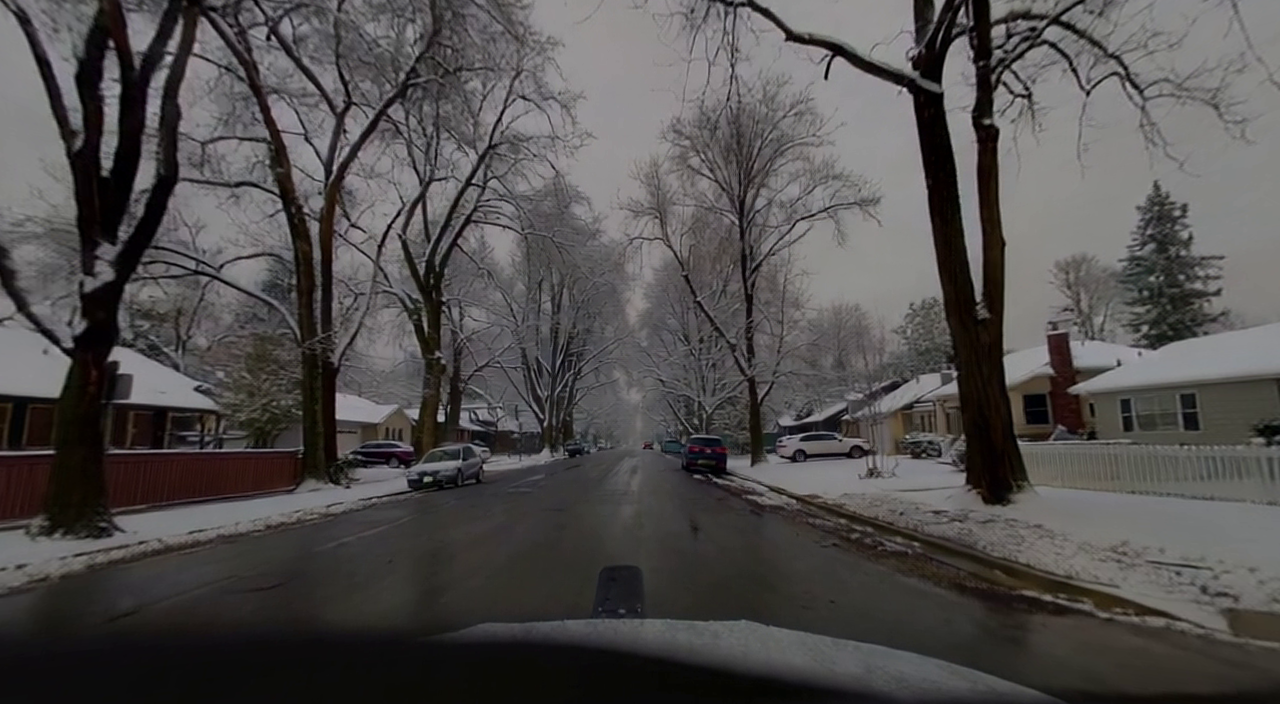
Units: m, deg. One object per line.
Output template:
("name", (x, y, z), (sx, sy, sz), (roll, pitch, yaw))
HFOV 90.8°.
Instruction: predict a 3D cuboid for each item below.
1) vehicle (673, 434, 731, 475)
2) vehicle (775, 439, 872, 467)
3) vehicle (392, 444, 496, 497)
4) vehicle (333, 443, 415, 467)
("vehicle", (3.017, 5.138, 31.938), (2.241, 1.875, 5.059), (0, -8, -2))
("vehicle", (10.212, 5.684, 35.515), (5.041, 1.486, 1.969), (-2, -8, 11))
("vehicle", (-6.510, 3.939, 21.551), (2.099, 1.399, 4.357), (-4, -7, 1))
("vehicle", (-16.410, 6.355, 39.074), (4.276, 1.463, 1.832), (-1, -8, 6))
